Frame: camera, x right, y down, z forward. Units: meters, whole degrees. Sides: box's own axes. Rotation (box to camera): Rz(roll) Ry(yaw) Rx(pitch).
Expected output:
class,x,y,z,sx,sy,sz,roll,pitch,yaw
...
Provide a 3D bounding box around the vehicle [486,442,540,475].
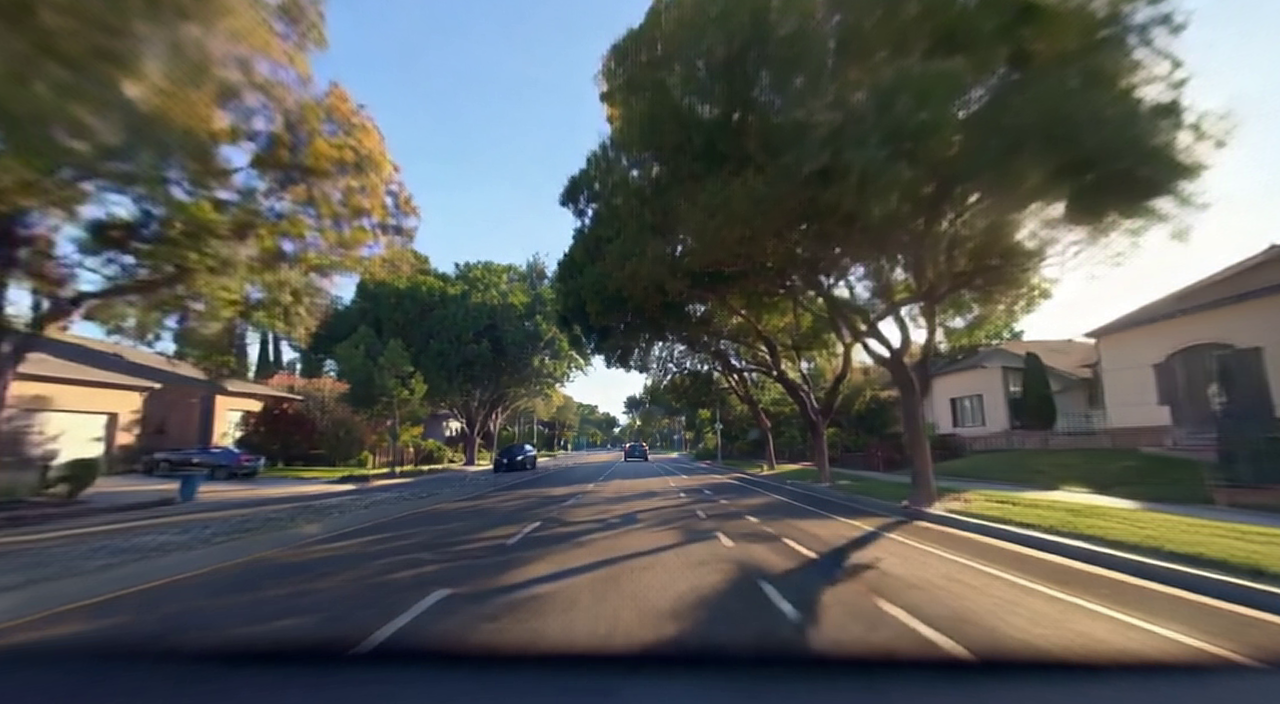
class,x,y,z,sx,sy,sz,roll,pitch,yaw
vehicle,-7.242,6.080,36.218,2.165,1.785,4.222,0,-8,1
